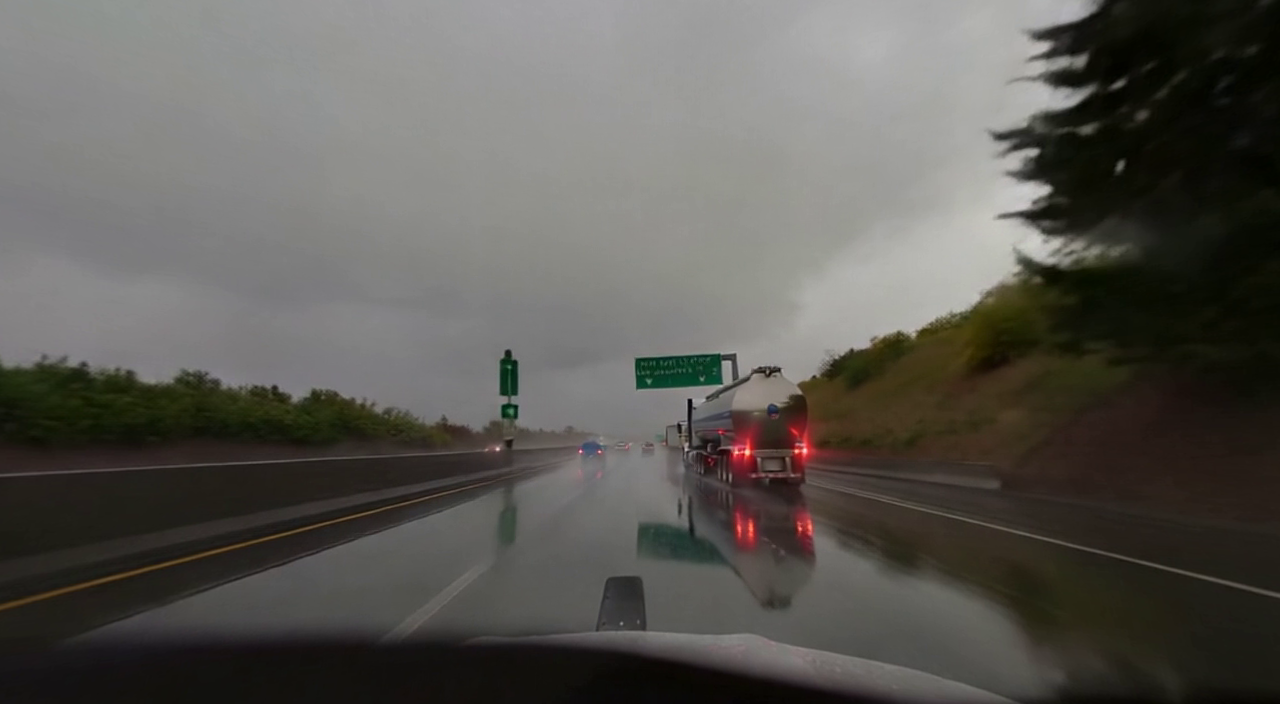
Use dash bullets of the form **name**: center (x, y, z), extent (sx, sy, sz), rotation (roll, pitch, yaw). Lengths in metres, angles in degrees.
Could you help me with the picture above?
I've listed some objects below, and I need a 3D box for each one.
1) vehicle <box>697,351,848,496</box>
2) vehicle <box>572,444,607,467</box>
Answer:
- **vehicle**: center (3.852, 2.556, 21.167), extent (2.759, 3.734, 9.708), rotation (0, -9, -1)
- **vehicle**: center (-3.402, 6.996, 42.978), extent (1.986, 1.458, 4.506), rotation (0, -9, 0)
